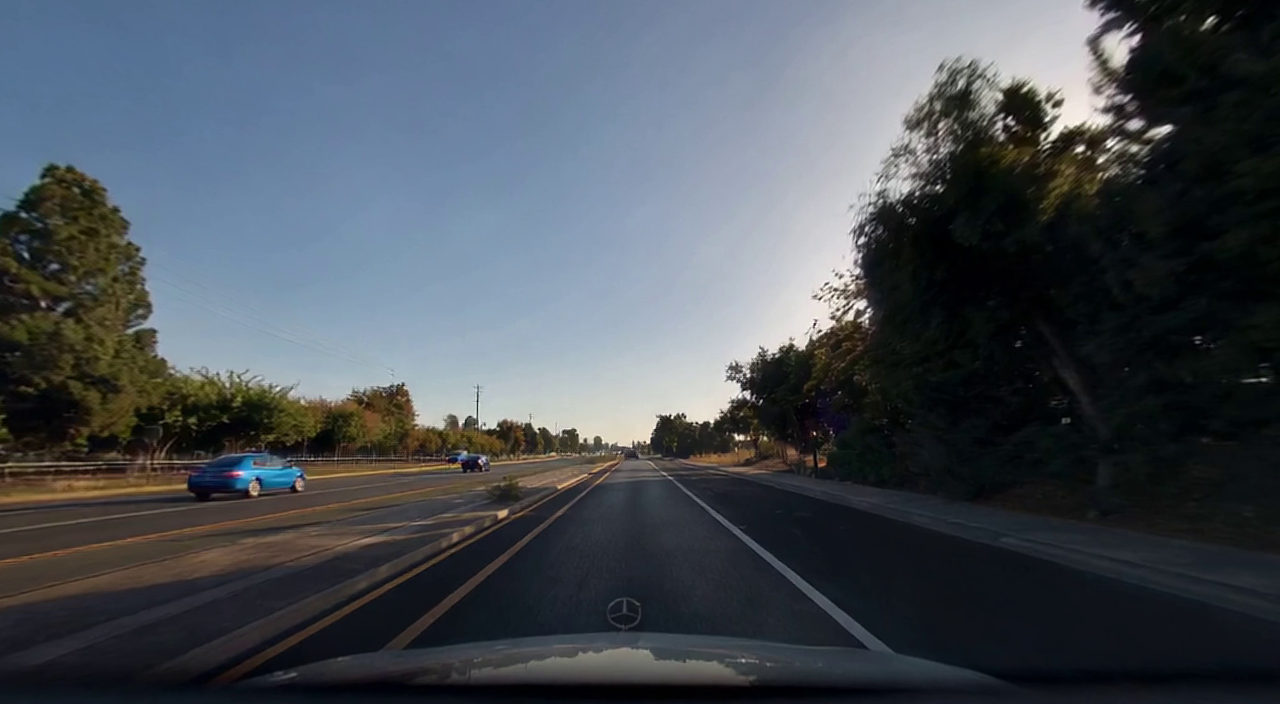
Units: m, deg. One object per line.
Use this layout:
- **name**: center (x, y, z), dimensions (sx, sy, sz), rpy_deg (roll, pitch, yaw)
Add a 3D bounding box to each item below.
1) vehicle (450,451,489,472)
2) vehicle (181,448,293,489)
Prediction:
- **vehicle**: center (-12.881, 8.277, 47.819), dimensions (1.852, 1.494, 3.794), rpy_deg (0, -9, 0)
- **vehicle**: center (-16.805, 4.854, 26.589), dimensions (1.955, 1.533, 4.097), rpy_deg (0, -9, 0)
